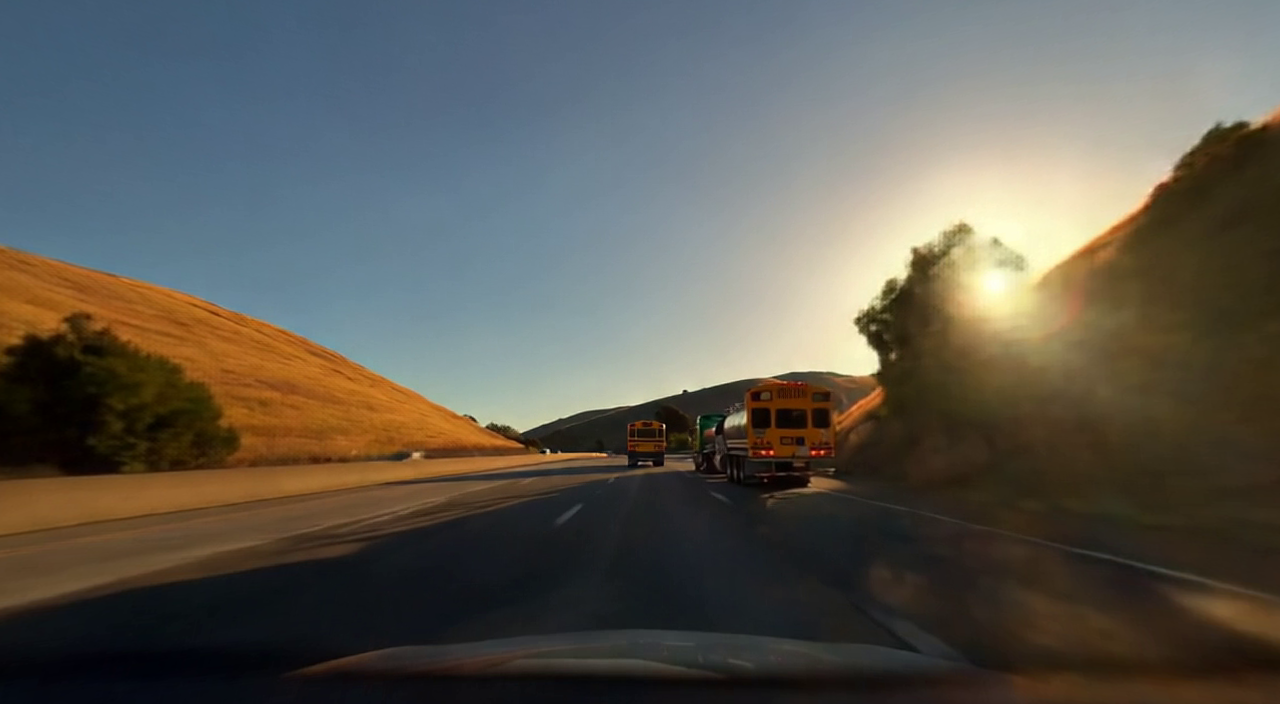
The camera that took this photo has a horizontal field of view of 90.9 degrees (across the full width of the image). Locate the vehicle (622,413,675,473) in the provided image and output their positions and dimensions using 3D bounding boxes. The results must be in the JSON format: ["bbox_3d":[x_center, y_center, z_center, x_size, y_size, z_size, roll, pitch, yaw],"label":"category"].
[{"bbox_3d":[0.507,5.822,40.312,2.948,3.265,10.569,0,-8,1],"label":"vehicle"}]

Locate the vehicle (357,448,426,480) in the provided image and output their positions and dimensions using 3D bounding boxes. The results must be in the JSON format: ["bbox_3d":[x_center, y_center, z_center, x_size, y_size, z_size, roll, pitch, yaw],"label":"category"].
[{"bbox_3d":[-13.504,6.072,34.579,1.889,1.576,4.426,0,-8,1],"label":"vehicle"}]

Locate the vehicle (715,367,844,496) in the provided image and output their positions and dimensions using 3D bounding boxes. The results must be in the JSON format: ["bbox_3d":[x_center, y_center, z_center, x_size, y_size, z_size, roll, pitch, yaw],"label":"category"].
[{"bbox_3d":[4.442,2.800,21.829,2.716,3.705,7.018,0,-8,-1],"label":"vehicle"}]
